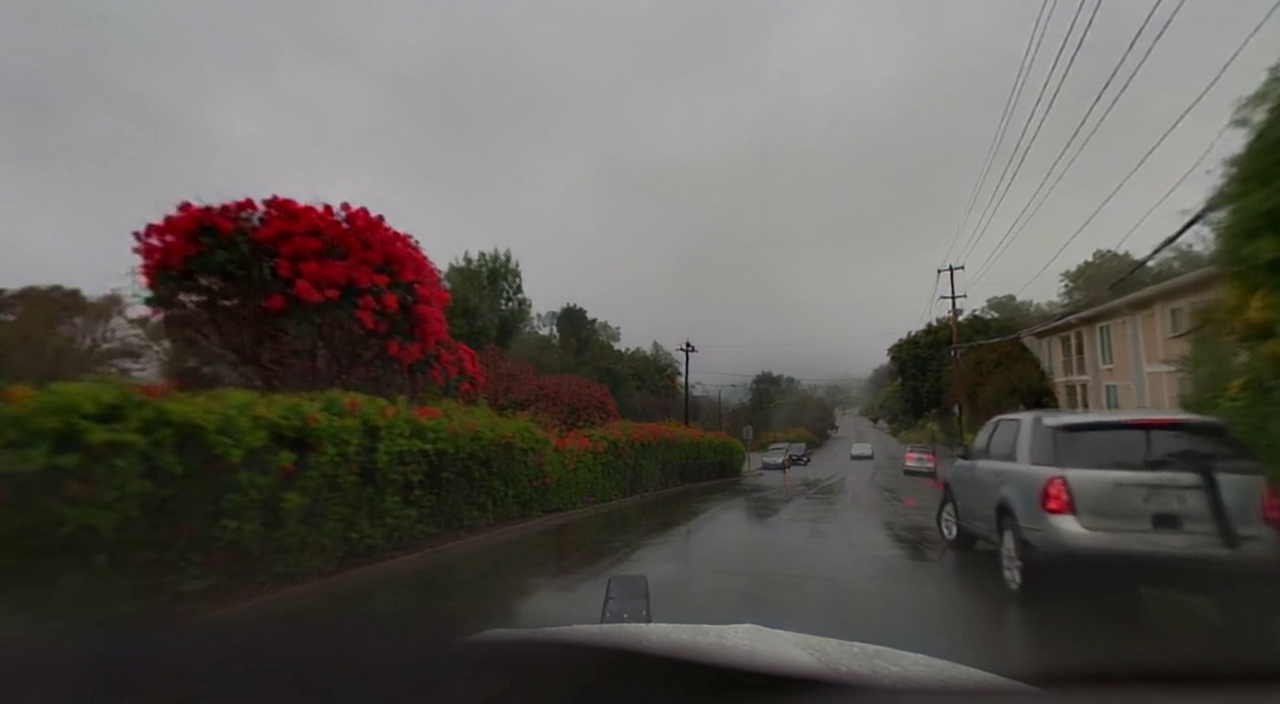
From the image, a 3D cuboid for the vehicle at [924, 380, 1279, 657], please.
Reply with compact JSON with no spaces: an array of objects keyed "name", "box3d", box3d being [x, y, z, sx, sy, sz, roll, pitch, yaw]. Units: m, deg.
[{"name":"vehicle","box3d":[4.974,1.570,7.182,2.311,1.909,5.570,-2,-9,16]}]
